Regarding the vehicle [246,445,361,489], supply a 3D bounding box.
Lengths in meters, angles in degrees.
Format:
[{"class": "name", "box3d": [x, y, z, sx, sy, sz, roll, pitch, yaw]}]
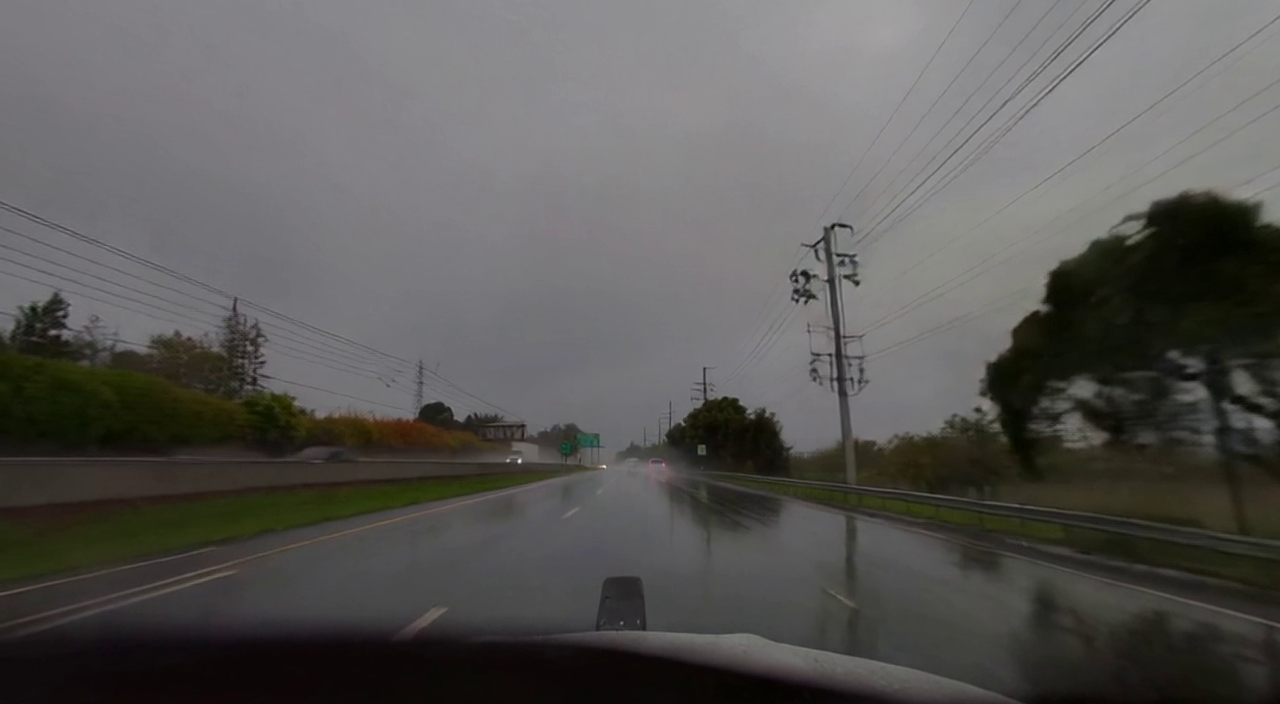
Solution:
[{"class": "vehicle", "box3d": [-12.672, 4.391, 24.108, 1.971, 1.490, 4.431, 1, -10, -1]}]
